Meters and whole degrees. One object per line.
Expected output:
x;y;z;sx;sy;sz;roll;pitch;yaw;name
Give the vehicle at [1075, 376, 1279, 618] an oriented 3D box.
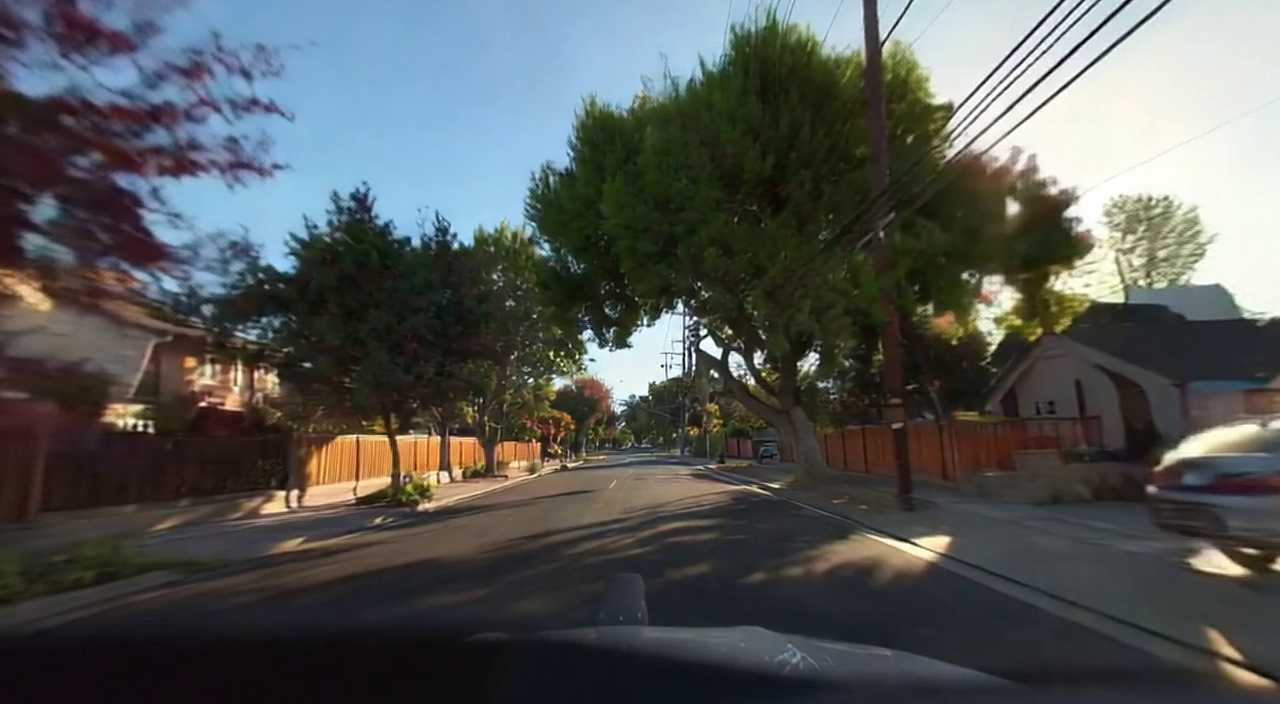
7.235;1.243;5.833;4.806;1.851;2.050;0;-9;3;vehicle
